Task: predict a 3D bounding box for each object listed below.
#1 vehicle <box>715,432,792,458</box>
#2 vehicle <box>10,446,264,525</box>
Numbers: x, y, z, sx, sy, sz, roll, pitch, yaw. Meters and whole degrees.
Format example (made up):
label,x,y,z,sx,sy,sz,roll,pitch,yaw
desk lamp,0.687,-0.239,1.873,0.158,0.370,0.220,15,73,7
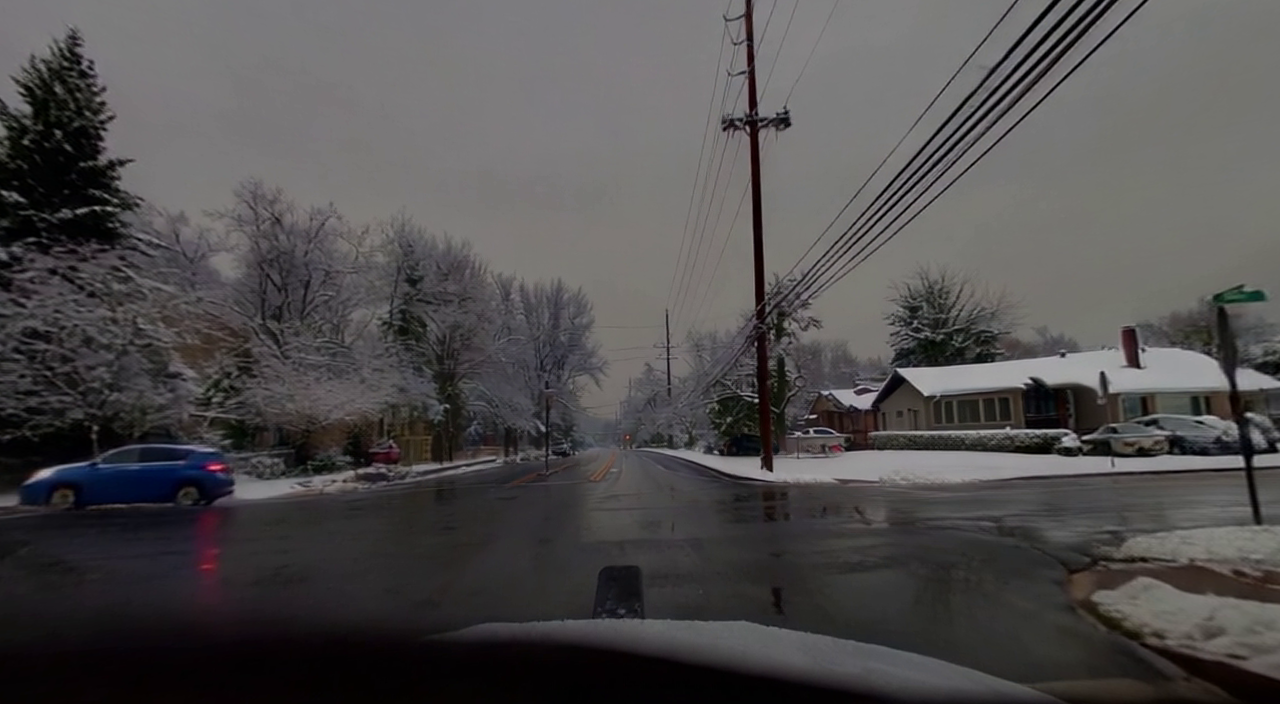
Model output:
label,x,y,z,sx,sy,sz,roll,pitch,yaw
vehicle,7.681,6.324,42.955,4.784,1.647,1.947,0,-8,-5
vehicle,-11.811,3.108,15.328,4.396,1.596,1.988,3,-9,-26
